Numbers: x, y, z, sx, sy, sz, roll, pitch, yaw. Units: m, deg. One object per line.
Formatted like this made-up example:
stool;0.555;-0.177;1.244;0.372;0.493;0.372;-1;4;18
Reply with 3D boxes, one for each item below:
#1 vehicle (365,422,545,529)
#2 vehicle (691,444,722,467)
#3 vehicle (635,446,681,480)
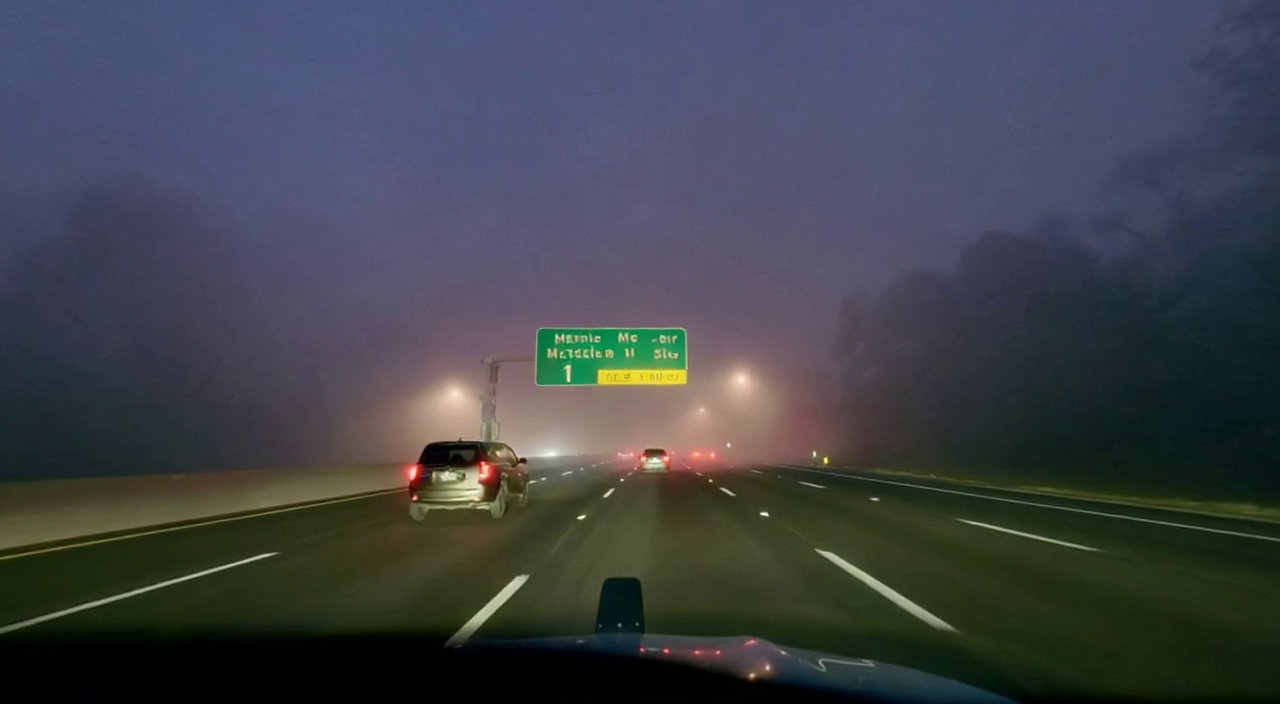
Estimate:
vehicle;-3.363;2.351;12.538;2.142;1.724;4.344;0;-9;1
vehicle;5.150;8.097;49.444;1.975;1.650;4.257;0;-9;0
vehicle;0.816;5.131;29.353;2.004;1.471;4.032;0;-9;1
